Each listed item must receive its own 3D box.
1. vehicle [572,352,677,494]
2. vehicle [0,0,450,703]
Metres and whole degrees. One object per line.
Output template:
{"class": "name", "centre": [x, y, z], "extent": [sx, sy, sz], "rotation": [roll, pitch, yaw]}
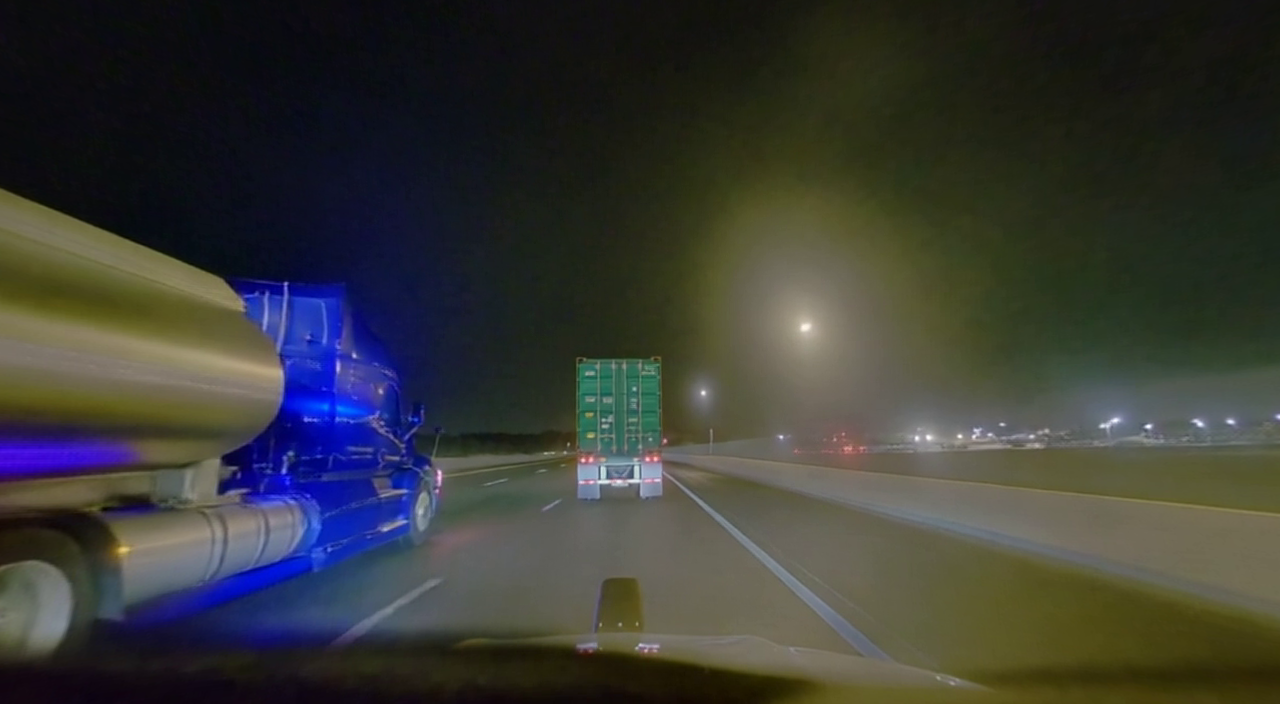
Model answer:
{"class": "vehicle", "centre": [-0.416, 2.828, 23.448], "extent": [2.942, 4.003, 11.297], "rotation": [0, -9, 0]}
{"class": "vehicle", "centre": [-4.201, 0.305, 5.082], "extent": [3.418, 3.652, 5.690], "rotation": [0, -9, 1]}
